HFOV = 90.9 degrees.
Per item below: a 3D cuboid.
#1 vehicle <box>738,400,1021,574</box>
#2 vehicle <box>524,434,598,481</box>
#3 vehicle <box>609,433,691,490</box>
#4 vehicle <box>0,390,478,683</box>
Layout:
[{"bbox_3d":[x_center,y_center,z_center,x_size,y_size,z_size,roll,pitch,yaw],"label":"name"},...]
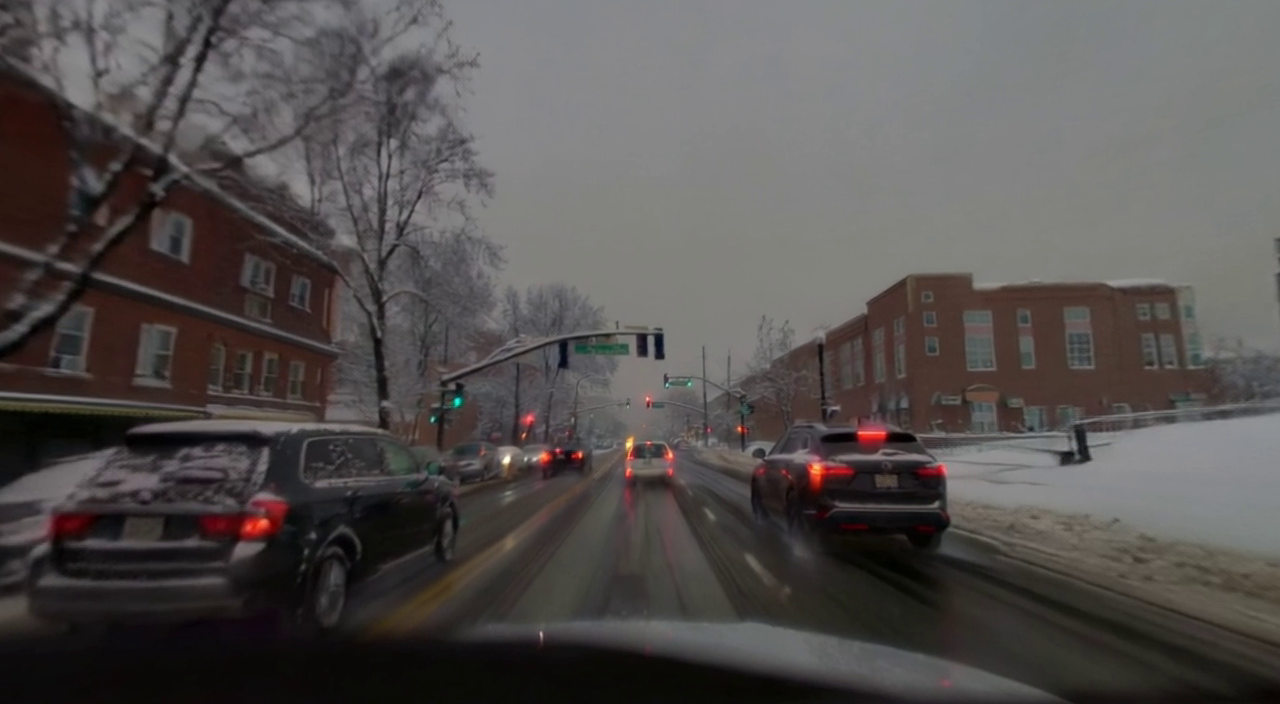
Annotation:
[{"bbox_3d":[2.715,1.661,8.488,2.094,1.709,4.394,0,-8,1],"label":"vehicle"},{"bbox_3d":[-2.717,3.776,22.802,2.019,1.507,4.643,0,-8,1],"label":"vehicle"},{"bbox_3d":[0.253,3.201,18.740,2.139,1.466,4.373,0,-8,0],"label":"vehicle"},{"bbox_3d":[-3.058,1.323,5.584,2.085,1.619,3.976,0,-8,1],"label":"vehicle"}]
